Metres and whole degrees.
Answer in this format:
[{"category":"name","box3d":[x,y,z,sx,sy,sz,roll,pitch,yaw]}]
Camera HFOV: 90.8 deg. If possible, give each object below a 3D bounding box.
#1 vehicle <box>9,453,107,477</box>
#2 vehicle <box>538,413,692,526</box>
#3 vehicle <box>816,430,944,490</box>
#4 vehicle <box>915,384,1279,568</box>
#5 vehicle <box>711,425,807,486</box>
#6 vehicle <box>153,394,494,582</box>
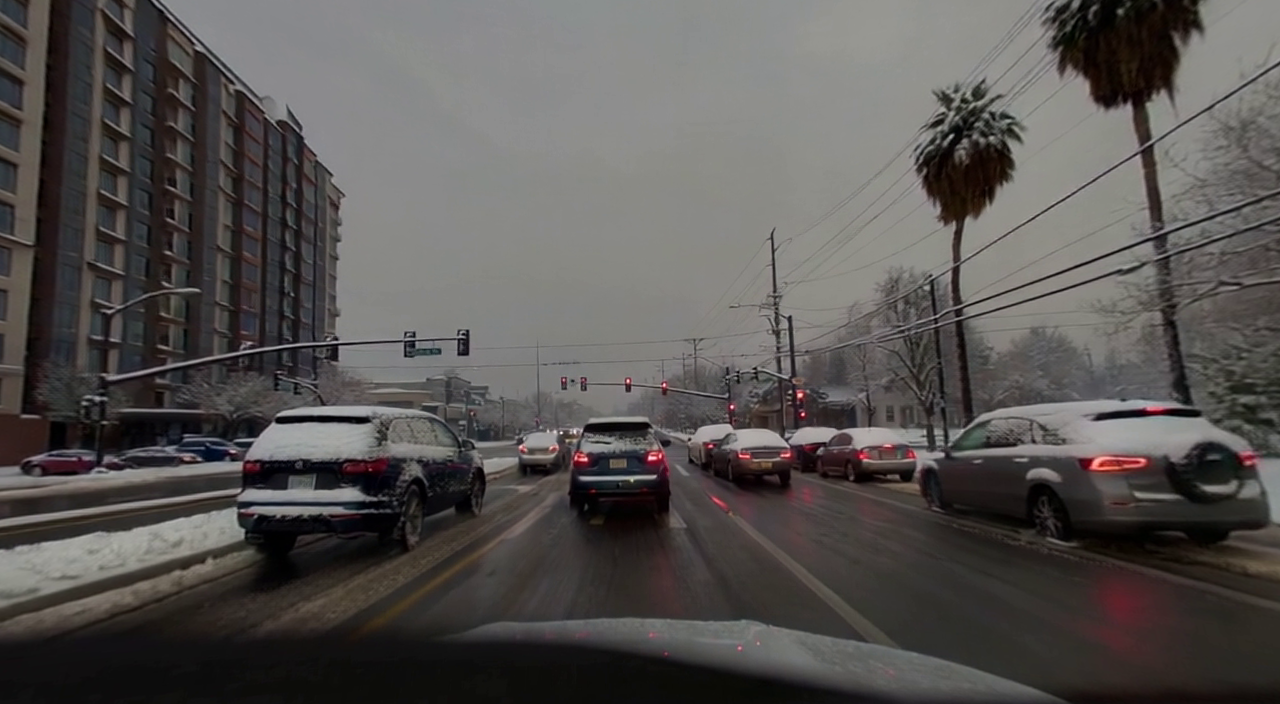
[{"category":"vehicle","box3d":[-42.472,8.233,46.205,4.867,1.689,1.971,1,-8,-9]},{"category":"vehicle","box3d":[-0.429,2.076,11.642,2.302,1.681,4.217,0,-8,-2]},{"category":"vehicle","box3d":[6.540,2.987,17.766,1.764,1.451,4.300,0,-8,-2]},{"category":"vehicle","box3d":[6.453,1.725,9.551,2.130,1.979,5.310,0,-8,0]},{"category":"vehicle","box3d":[3.334,3.000,18.545,1.975,1.598,4.025,0,-8,-1]},{"category":"vehicle","box3d":[-3.534,1.619,8.283,2.136,1.779,4.417,0,-8,0]}]
